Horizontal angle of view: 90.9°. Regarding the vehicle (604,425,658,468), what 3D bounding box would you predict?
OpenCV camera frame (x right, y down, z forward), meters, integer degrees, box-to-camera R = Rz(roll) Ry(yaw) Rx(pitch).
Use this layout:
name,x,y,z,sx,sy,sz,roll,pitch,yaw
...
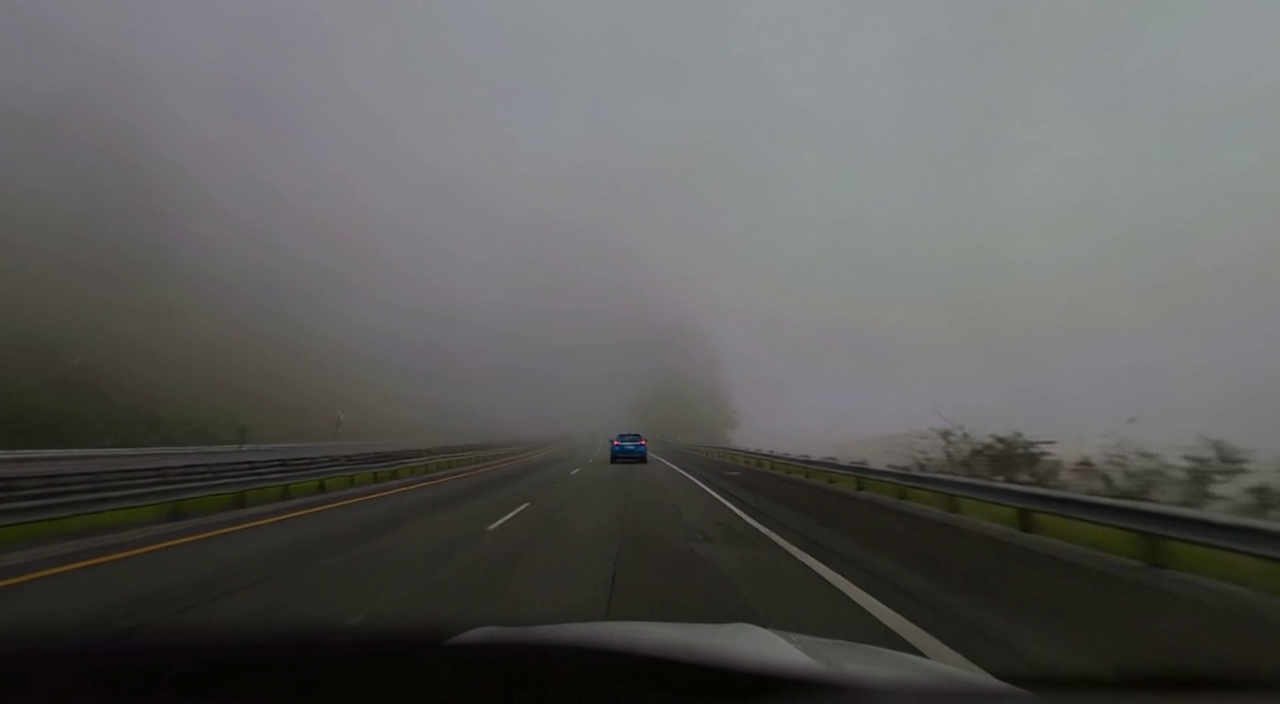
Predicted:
name,x,y,z,sx,sy,sz,roll,pitch,yaw
vehicle,-0.397,3.857,25.866,2.020,1.633,3.942,0,-8,-1
